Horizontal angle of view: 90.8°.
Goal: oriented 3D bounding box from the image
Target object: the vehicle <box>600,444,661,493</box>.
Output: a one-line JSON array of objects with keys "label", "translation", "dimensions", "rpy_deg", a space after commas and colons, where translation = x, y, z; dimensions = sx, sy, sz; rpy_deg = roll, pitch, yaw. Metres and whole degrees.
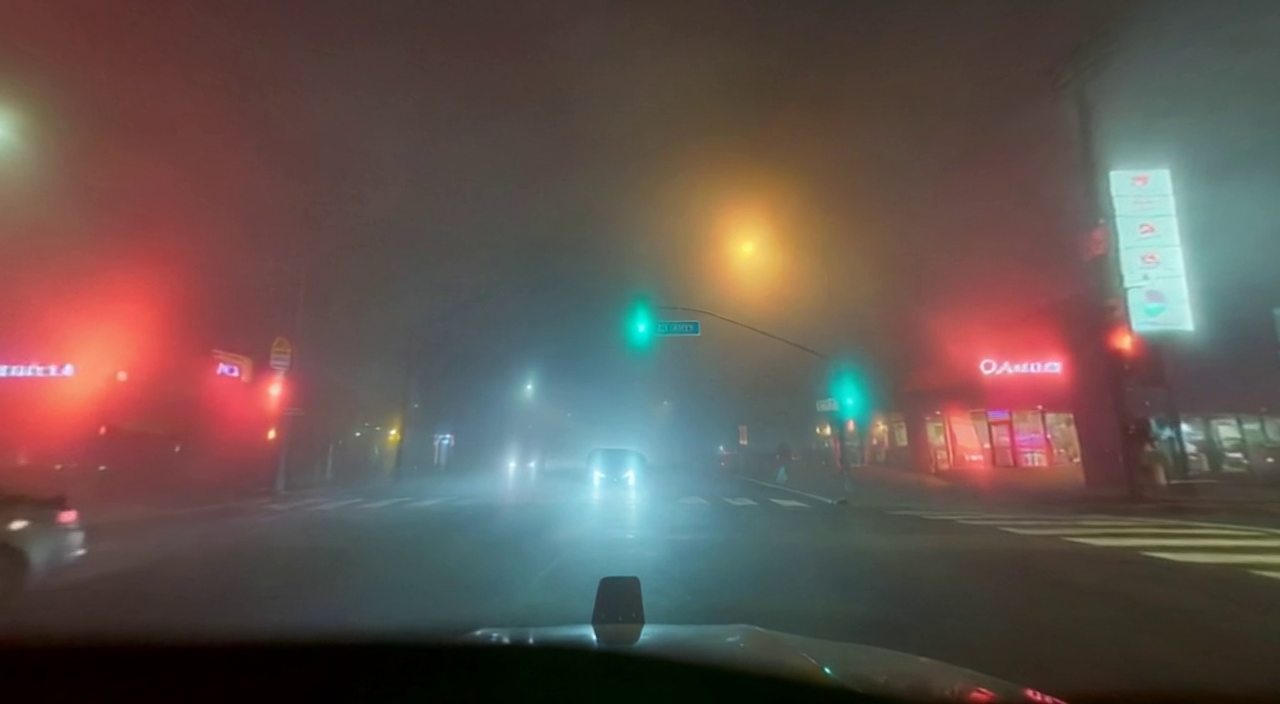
[{"label": "vehicle", "translation": [-0.395, 4.732, 26.003], "dimensions": [2.264, 1.798, 4.531], "rpy_deg": [0, -9, -1]}]

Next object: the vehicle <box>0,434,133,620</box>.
[{"label": "vehicle", "translation": [-6.273, 1.278, 4.138], "dimensions": [2.032, 1.508, 4.661], "rpy_deg": [0, -9, 0]}]

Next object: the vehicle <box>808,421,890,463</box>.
[{"label": "vehicle", "translation": [11.632, 5.176, 35.670], "dimensions": [2.652, 2.045, 5.359], "rpy_deg": [-3, -10, -1]}]

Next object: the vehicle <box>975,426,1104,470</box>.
[{"label": "vehicle", "translation": [14.390, 3.544, 23.123], "dimensions": [1.797, 1.443, 4.451], "rpy_deg": [0, -10, 0]}]

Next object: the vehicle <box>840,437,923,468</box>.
[{"label": "vehicle", "translation": [11.641, 4.942, 30.811], "dimensions": [2.598, 1.299, 3.611], "rpy_deg": [-1, -11, 0]}]

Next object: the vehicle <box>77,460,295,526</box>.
[{"label": "vehicle", "translation": [-12.335, 3.770, 17.444], "dimensions": [2.002, 1.470, 4.388], "rpy_deg": [-8, -12, 38]}]

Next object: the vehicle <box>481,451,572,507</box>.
[{"label": "vehicle", "translation": [-3.333, 3.821, 19.409], "dimensions": [1.921, 1.491, 4.332], "rpy_deg": [-1, -9, 1]}]

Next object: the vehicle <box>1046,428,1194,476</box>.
[{"label": "vehicle", "translation": [16.910, 3.537, 22.599], "dimensions": [1.850, 1.509, 4.297], "rpy_deg": [0, -8, -1]}]

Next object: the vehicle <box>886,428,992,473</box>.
[{"label": "vehicle", "translation": [11.689, 3.995, 25.137], "dimensions": [1.899, 1.550, 4.531], "rpy_deg": [-1, -11, -1]}]

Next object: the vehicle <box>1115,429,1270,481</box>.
[{"label": "vehicle", "translation": [19.488, 3.610, 22.546], "dimensions": [1.865, 1.473, 3.989], "rpy_deg": [0, -4, -3]}]

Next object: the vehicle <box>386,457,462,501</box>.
[{"label": "vehicle", "translation": [-9.163, 5.381, 27.081], "dimensions": [1.866, 1.541, 3.953], "rpy_deg": [-4, -9, -1]}]
